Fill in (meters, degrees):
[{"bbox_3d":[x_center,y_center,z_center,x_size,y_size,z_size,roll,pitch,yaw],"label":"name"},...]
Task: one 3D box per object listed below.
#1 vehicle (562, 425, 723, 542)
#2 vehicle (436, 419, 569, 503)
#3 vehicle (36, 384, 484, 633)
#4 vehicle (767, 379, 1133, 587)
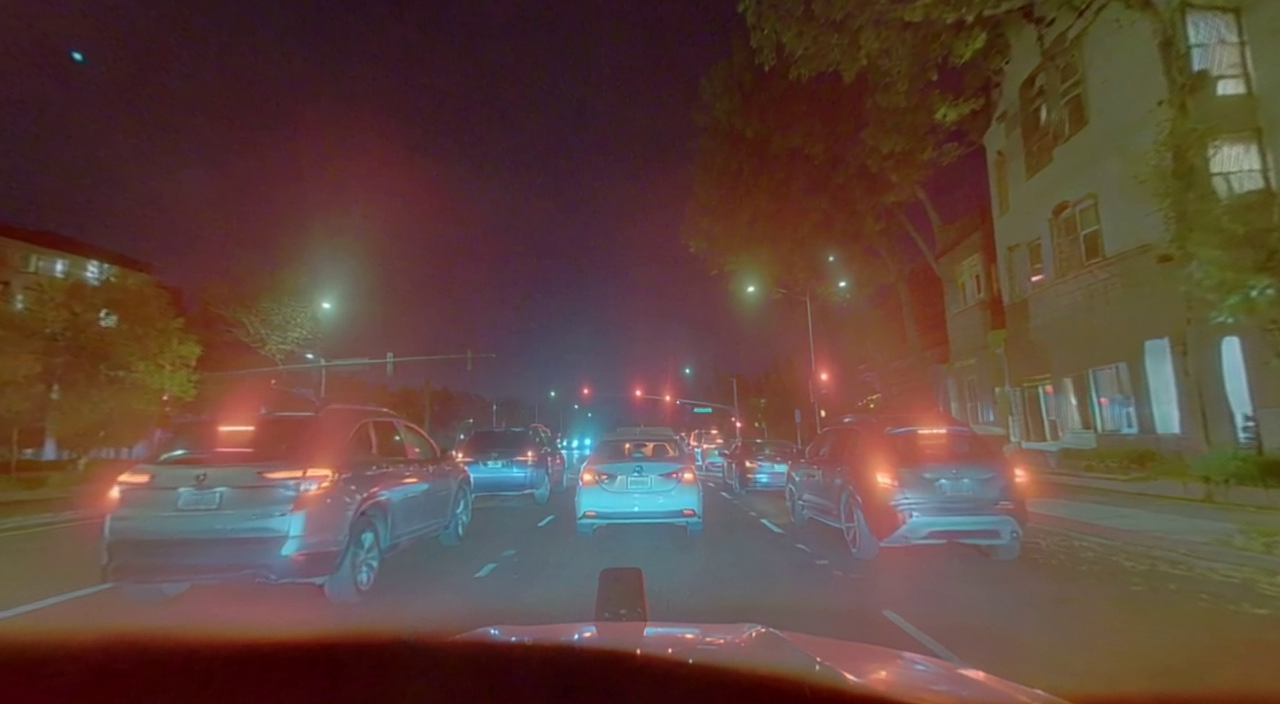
[{"bbox_3d":[0.016,1.948,9.911,2.021,1.461,3.862,0,-8,0],"label":"vehicle"},{"bbox_3d":[-3.192,2.649,15.718,2.117,1.772,4.619,0,-8,2],"label":"vehicle"},{"bbox_3d":[-3.151,1.379,6.511,1.912,1.703,4.261,0,-8,1],"label":"vehicle"},{"bbox_3d":[3.237,1.505,7.998,2.141,1.833,4.704,0,-8,-2],"label":"vehicle"}]
